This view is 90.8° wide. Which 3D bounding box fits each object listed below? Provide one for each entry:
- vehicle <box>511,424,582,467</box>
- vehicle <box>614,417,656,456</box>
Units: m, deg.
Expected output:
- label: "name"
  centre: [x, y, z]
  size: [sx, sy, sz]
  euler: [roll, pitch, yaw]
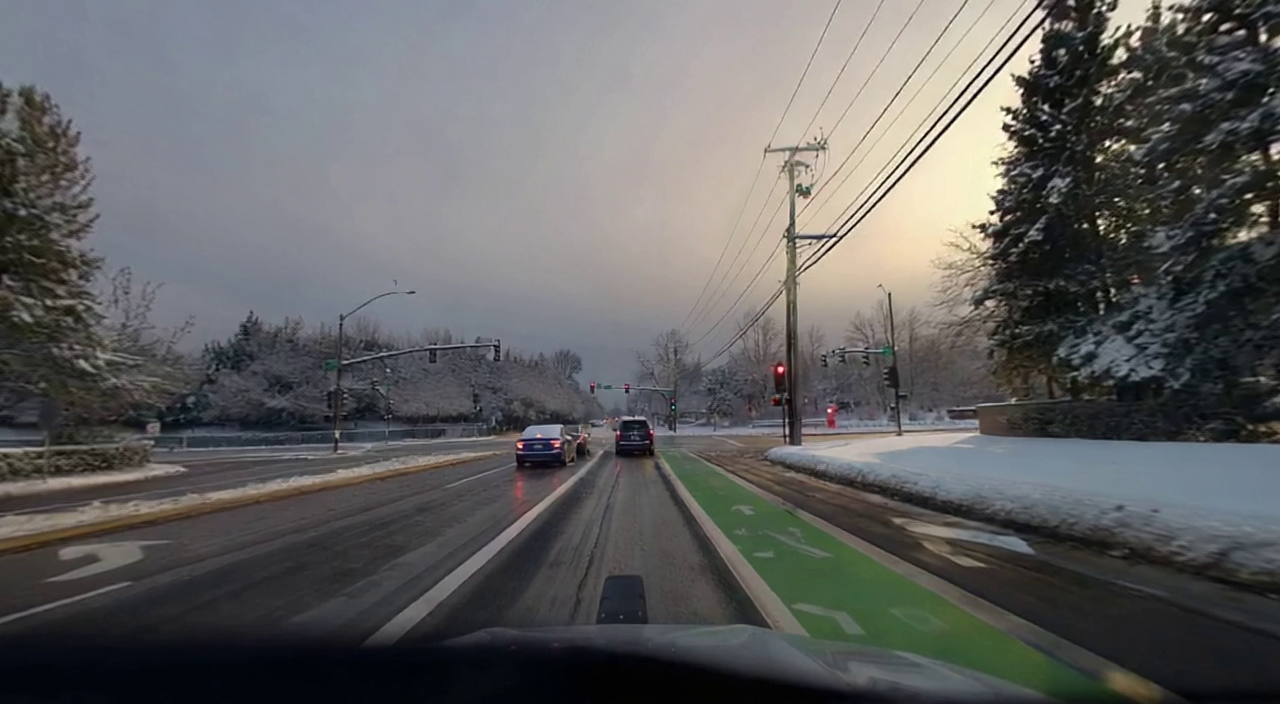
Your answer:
- label: "vehicle"
  centre: [-3.669, 3.711, 25.761]
  size: [2.138, 1.488, 5.327]
  euler: [1, -6, -1]
- label: "vehicle"
  centre: [-0.291, 4.489, 33.565]
  size: [2.036, 1.885, 5.196]
  euler: [1, -8, -1]
